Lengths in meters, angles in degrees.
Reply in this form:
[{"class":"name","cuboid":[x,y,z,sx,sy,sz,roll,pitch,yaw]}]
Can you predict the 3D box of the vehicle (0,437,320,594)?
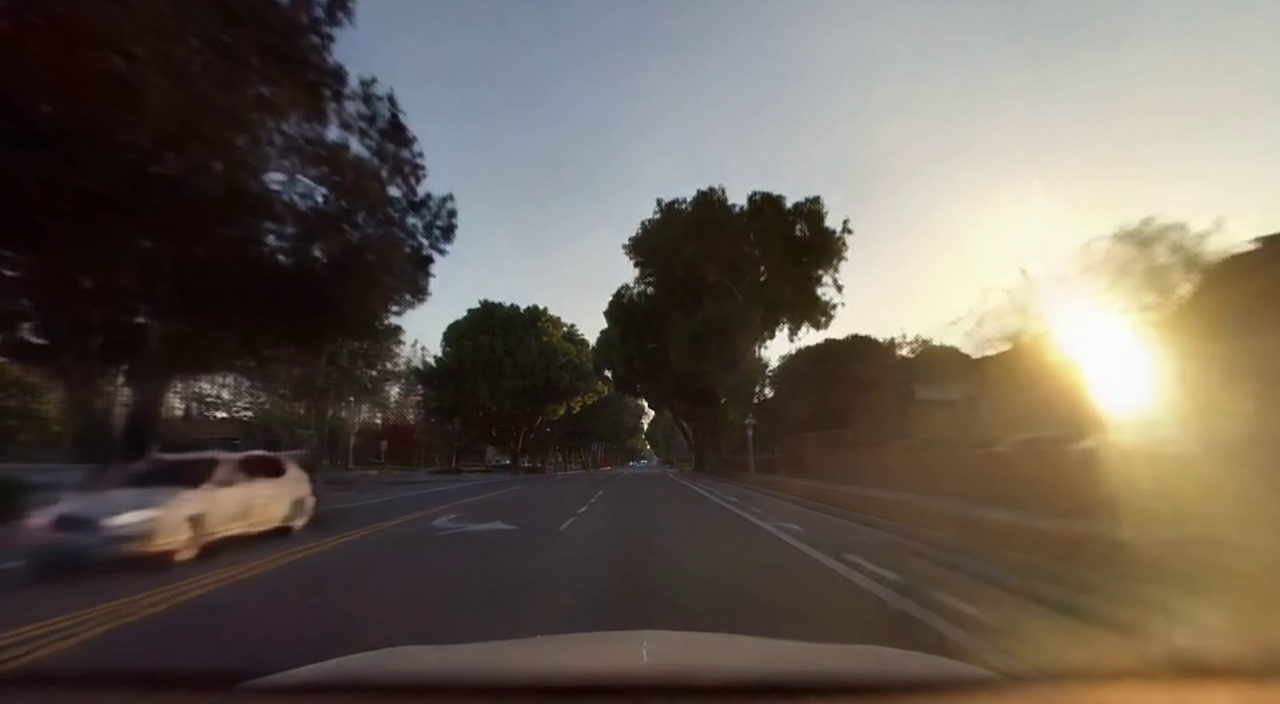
[{"class":"vehicle","cuboid":[-6.461,1.999,8.578,2.095,1.603,3.980,0,-9,0]}]
